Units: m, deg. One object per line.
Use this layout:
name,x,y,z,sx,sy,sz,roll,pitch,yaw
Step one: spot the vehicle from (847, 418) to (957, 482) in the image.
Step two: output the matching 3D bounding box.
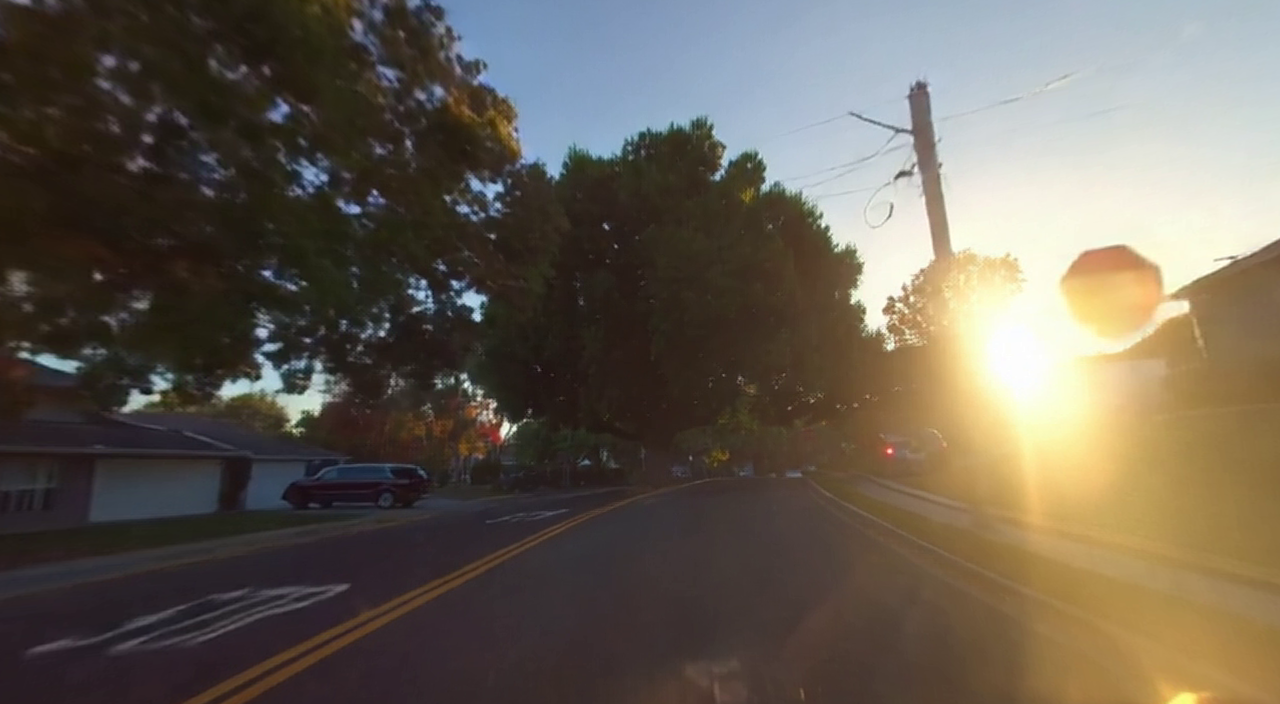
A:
vehicle,8.686,3.310,21.433,2.163,1.885,4.804,-2,-8,7

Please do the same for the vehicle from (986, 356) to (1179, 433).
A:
vehicle,14.120,1.312,20.384,4.539,2.010,2.163,-4,-1,1

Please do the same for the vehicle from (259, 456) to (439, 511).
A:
vehicle,-10.820,4.997,23.851,5.643,1.759,2.110,0,-19,1
